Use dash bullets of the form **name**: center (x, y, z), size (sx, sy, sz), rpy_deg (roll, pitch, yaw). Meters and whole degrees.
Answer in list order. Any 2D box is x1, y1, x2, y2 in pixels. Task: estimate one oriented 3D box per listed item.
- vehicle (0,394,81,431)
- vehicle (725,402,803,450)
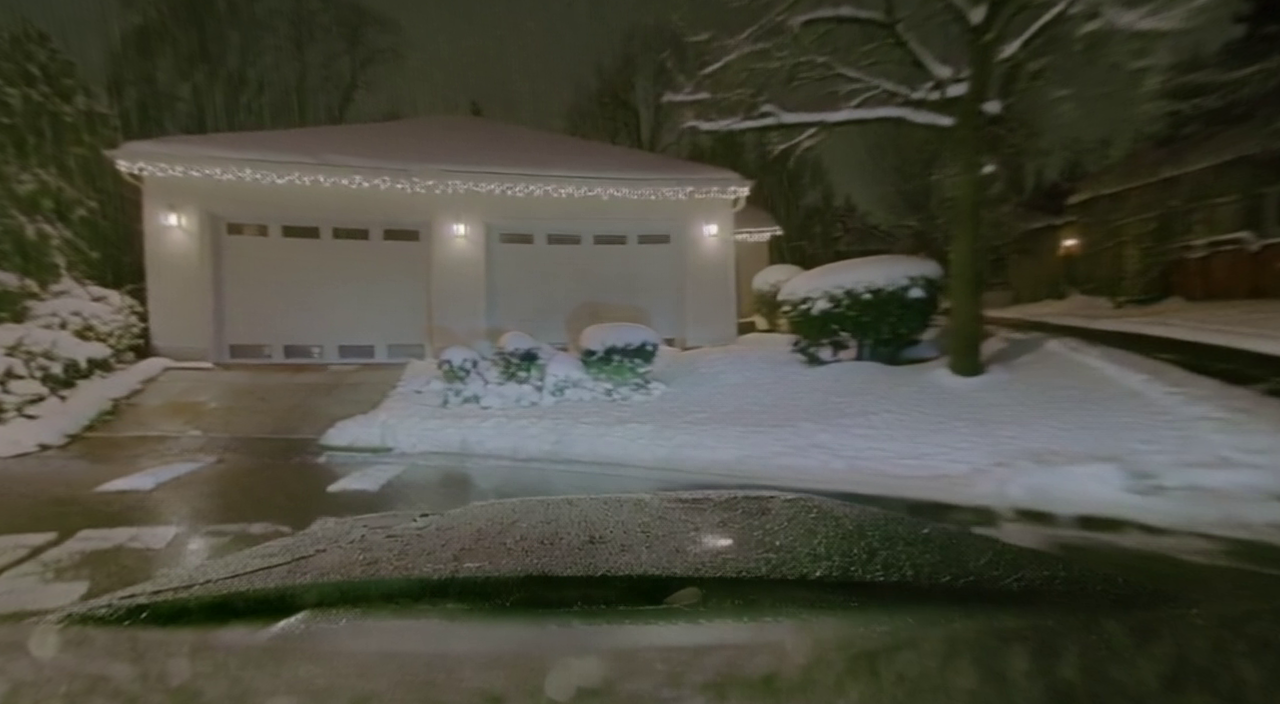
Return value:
- **vehicle**: center (-30.570, 3.042, 30.997), size (2.019, 1.697, 4.310), rpy_deg (0, -7, 3)
- **vehicle**: center (4.119, 2.623, 21.720), size (1.860, 1.477, 4.629), rpy_deg (0, -8, 1)
